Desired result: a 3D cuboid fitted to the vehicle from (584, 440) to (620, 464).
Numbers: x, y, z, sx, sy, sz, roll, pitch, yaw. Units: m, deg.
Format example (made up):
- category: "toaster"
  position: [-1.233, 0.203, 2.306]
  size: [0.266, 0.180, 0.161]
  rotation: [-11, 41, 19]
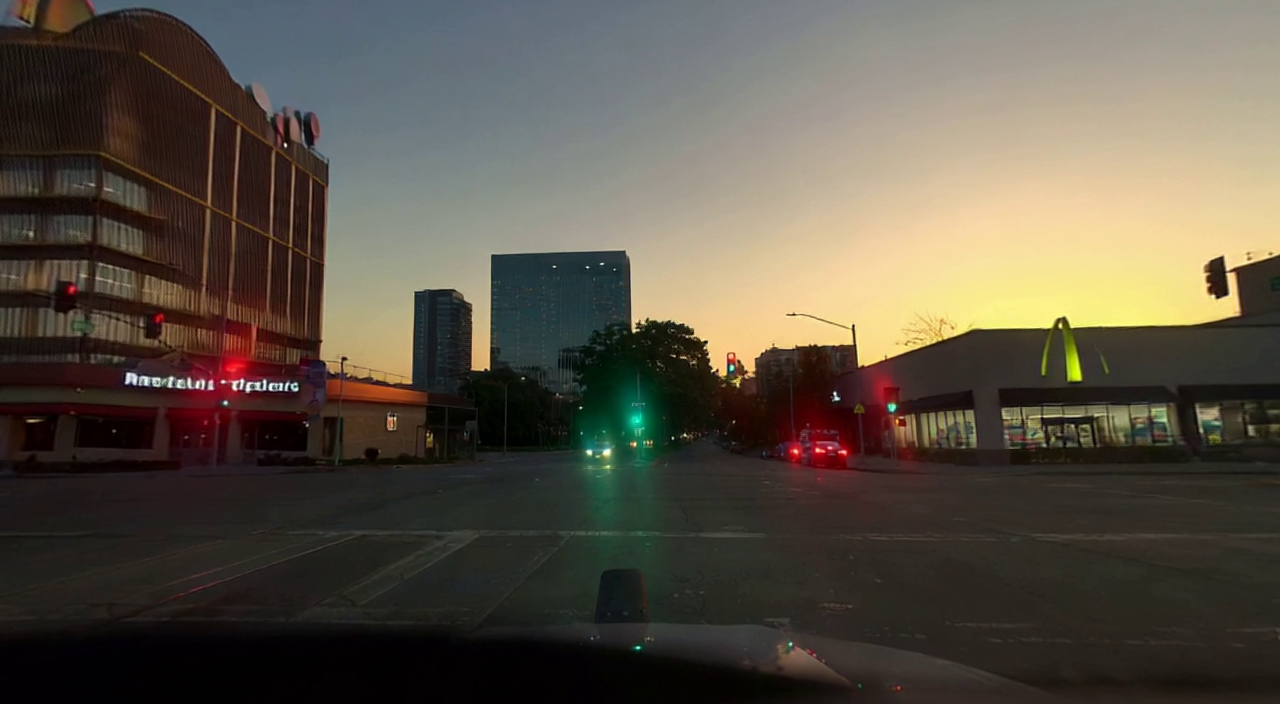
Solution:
- category: "vehicle"
  position: [-2.509, 6.661, 42.184]
  size: [2.104, 1.468, 4.195]
  rotation: [0, -8, 1]
